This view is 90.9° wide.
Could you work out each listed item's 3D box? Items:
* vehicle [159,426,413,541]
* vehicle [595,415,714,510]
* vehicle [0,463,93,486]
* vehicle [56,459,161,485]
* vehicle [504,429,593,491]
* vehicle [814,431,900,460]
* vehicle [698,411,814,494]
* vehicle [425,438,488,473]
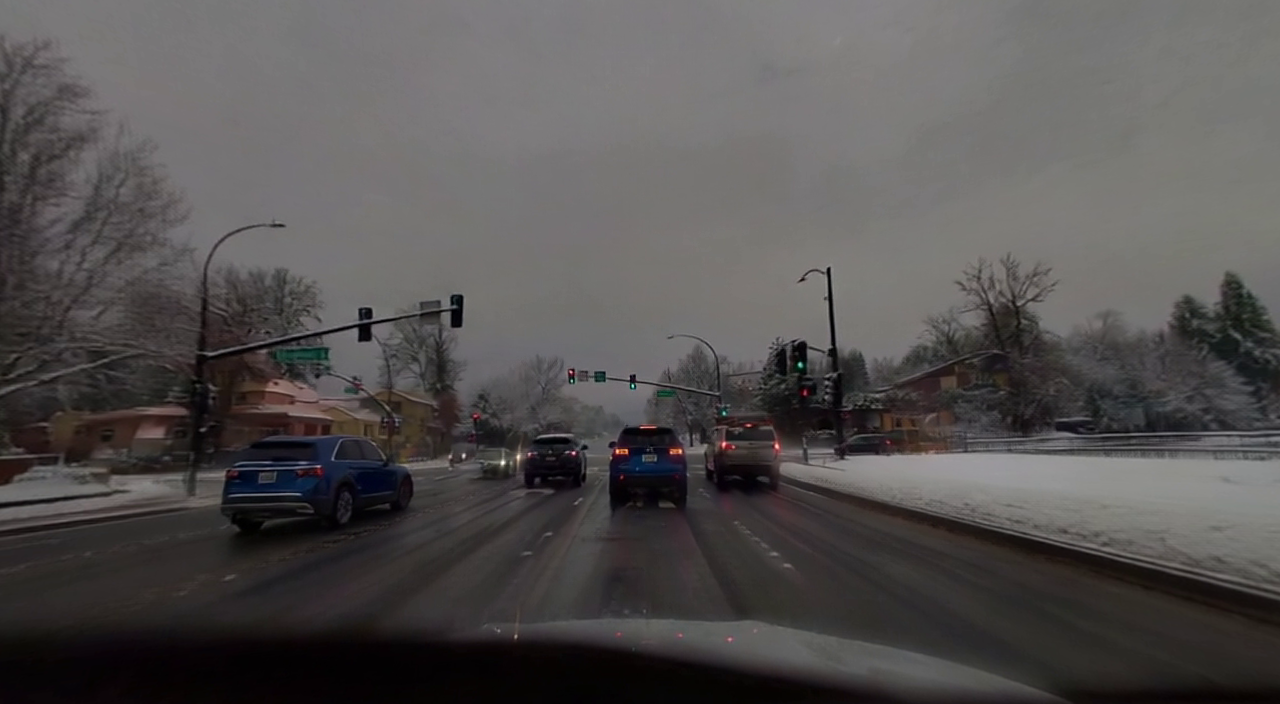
[{"bbox_3d":[-6.036,2.279,11.586,2.052,1.664,4.476,0,-9,0],"label":"vehicle"},{"bbox_3d":[0.259,2.416,14.080,2.235,1.778,4.178,0,-9,0],"label":"vehicle"},{"bbox_3d":[-40.374,8.284,42.682,4.689,1.461,1.882,0,-9,-2],"label":"vehicle"},{"bbox_3d":[-32.022,7.219,38.086,4.554,1.449,1.949,0,-9,0],"label":"vehicle"},{"bbox_3d":[-2.691,3.311,19.603,2.058,1.659,4.514,0,-9,0],"label":"vehicle"},{"bbox_3d":[14.404,6.225,42.036,4.983,1.560,1.841,-4,-8,0],"label":"vehicle"},{"bbox_3d":[3.184,2.951,18.740,2.338,2.063,5.672,0,-9,0],"label":"vehicle"},{"bbox_3d":[-9.985,5.564,34.072,2.108,1.689,4.316,2,-9,-33],"label":"vehicle"}]
